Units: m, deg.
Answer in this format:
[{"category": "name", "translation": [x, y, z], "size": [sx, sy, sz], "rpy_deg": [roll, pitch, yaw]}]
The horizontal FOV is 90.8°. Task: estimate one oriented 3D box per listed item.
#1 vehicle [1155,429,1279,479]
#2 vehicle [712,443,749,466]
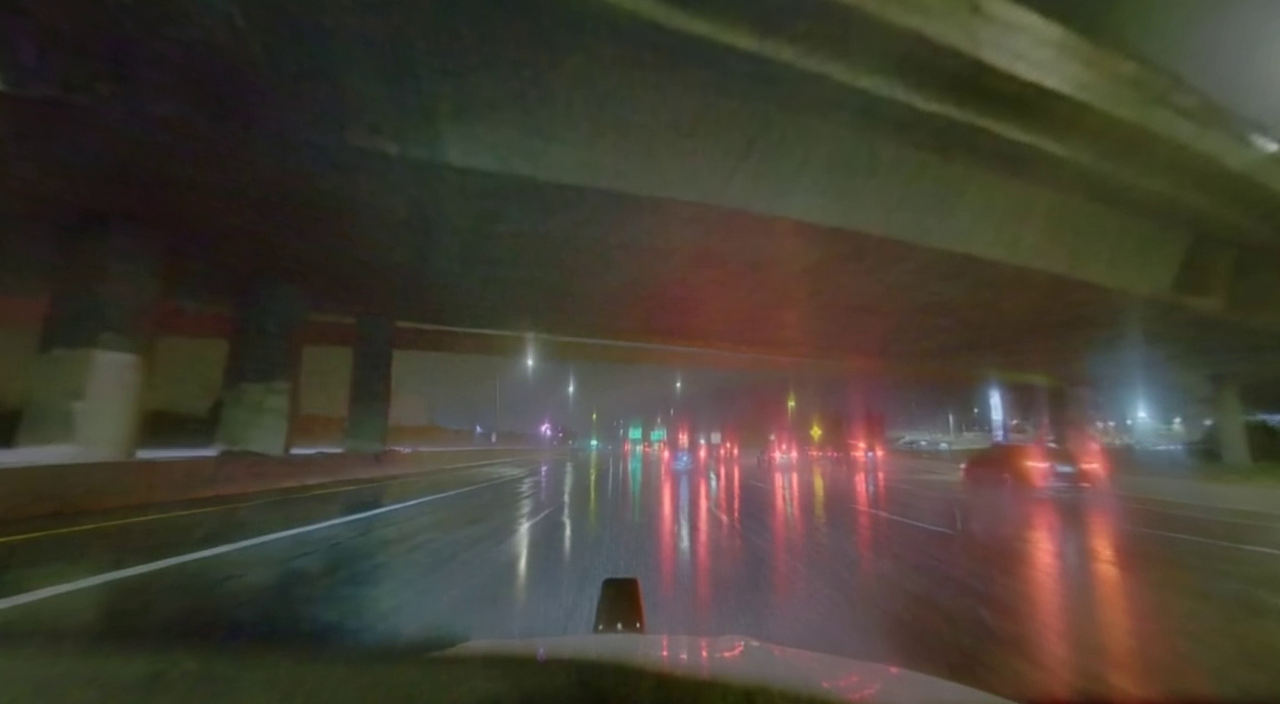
[{"category": "vehicle", "translation": [19.937, 3.309, 20.637], "size": [1.821, 1.479, 5.004], "rpy_deg": [0, -8, -3]}, {"category": "vehicle", "translation": [6.862, 7.797, 48.284], "size": [2.075, 1.611, 4.421], "rpy_deg": [0, -8, -1]}]
